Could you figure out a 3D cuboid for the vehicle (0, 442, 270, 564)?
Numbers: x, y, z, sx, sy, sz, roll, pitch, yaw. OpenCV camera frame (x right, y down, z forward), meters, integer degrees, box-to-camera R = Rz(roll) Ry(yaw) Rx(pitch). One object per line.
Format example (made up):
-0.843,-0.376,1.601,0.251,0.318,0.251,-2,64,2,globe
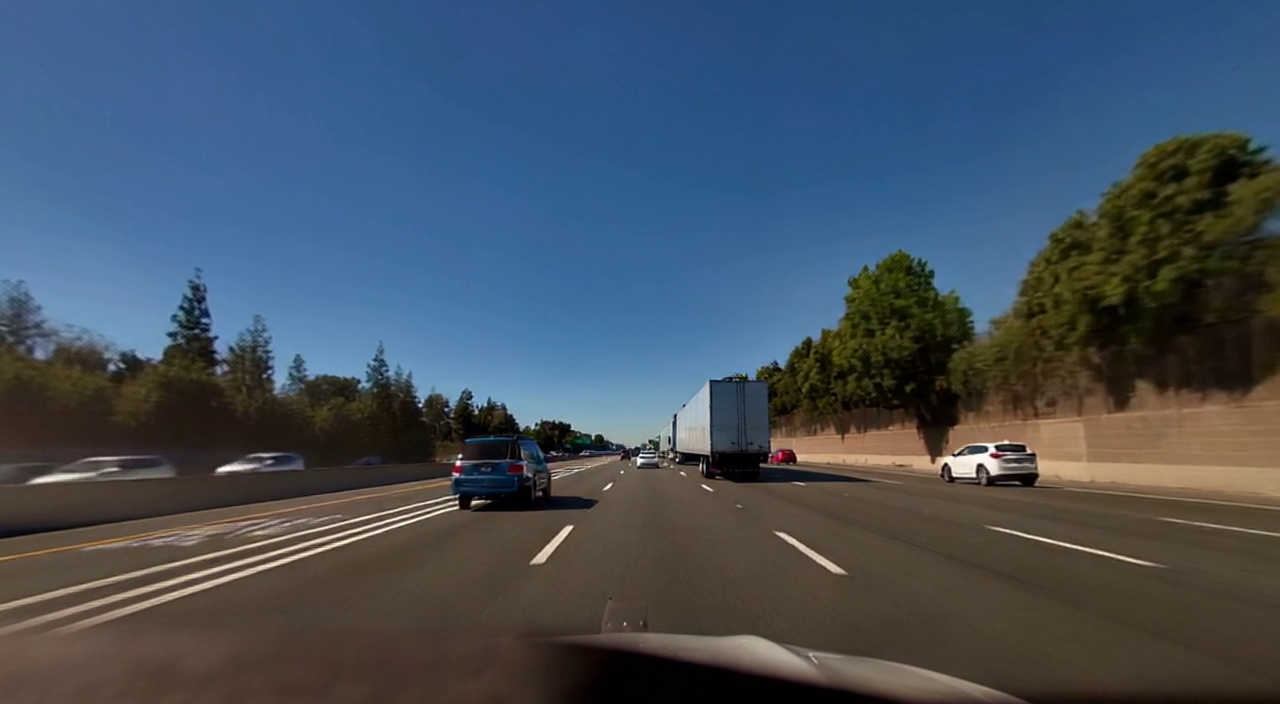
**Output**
-8.415,2.252,10.244,2.084,1.518,4.418,0,-9,0,vehicle

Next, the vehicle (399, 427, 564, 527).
-3.099,2.576,13.528,2.237,1.745,4.575,0,-9,1,vehicle

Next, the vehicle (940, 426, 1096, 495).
11.275,3.262,19.275,2.041,1.824,4.376,0,-9,0,vehicle

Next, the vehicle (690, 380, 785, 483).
4.387,4.119,31.504,2.821,4.077,12.562,0,-9,1,vehicle

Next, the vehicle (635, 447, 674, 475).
0.754,6.146,35.765,2.063,1.469,4.208,0,-9,0,vehicle
